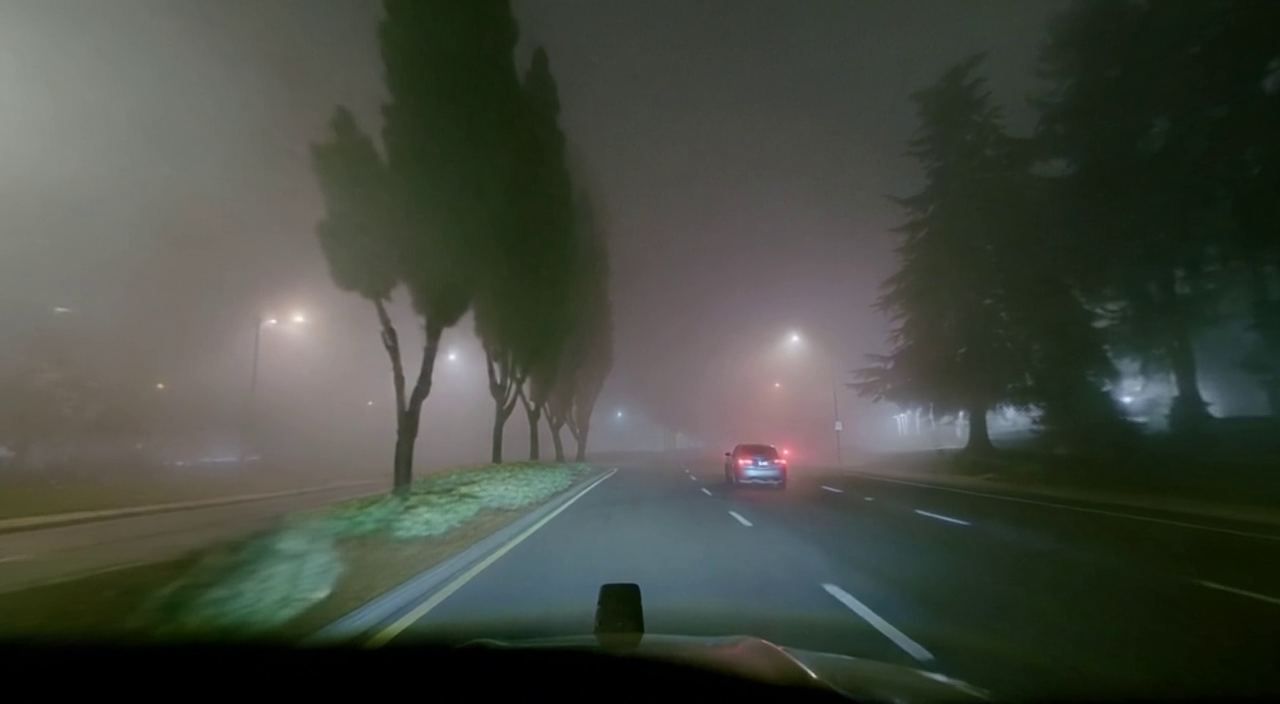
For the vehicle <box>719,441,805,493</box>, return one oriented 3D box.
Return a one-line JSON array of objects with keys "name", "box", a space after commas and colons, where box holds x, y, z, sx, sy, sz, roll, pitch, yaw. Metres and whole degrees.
[{"name": "vehicle", "box": [3.846, 3.700, 20.690, 1.928, 1.481, 4.453, 0, -9, 0]}]
